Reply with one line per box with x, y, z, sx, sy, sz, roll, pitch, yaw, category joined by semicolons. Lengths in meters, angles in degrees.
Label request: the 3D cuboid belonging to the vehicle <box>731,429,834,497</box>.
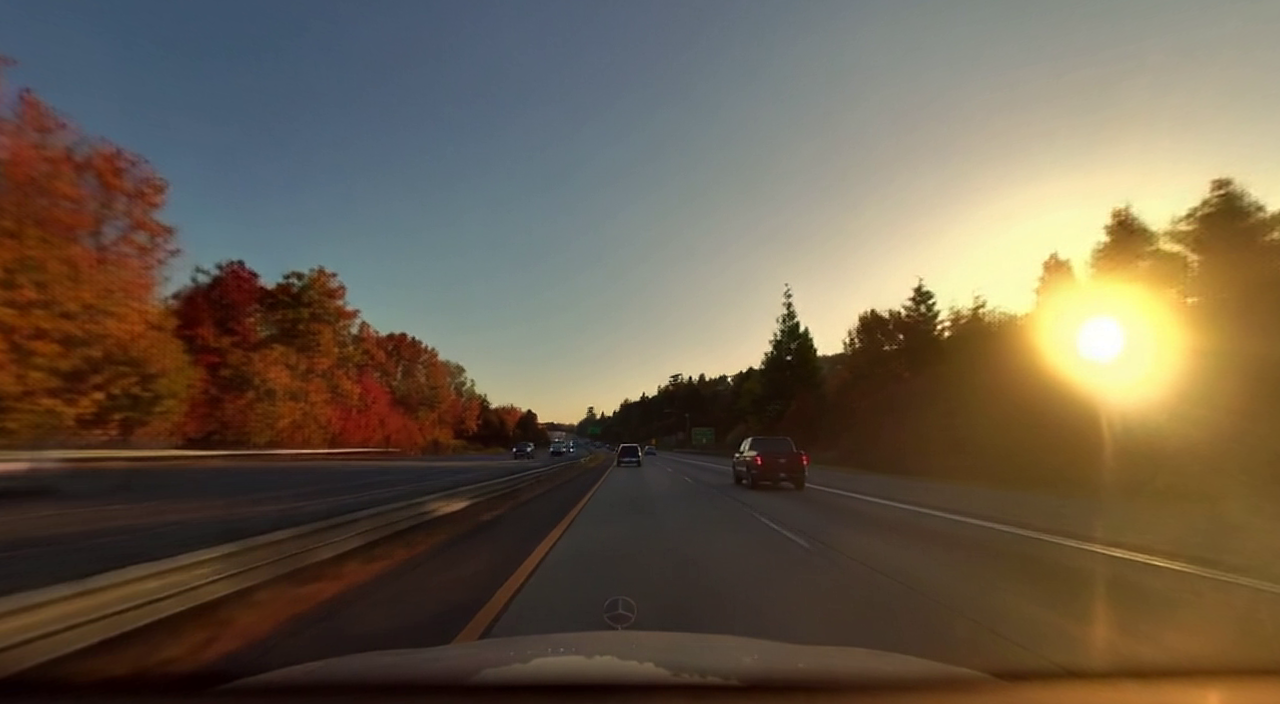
4.025;3.220;18.504;1.982;1.745;4.151;0;-9;-1;vehicle

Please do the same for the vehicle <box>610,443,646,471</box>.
-0.761;6.680;40.037;2.151;1.693;4.201;0;-9;-1;vehicle
